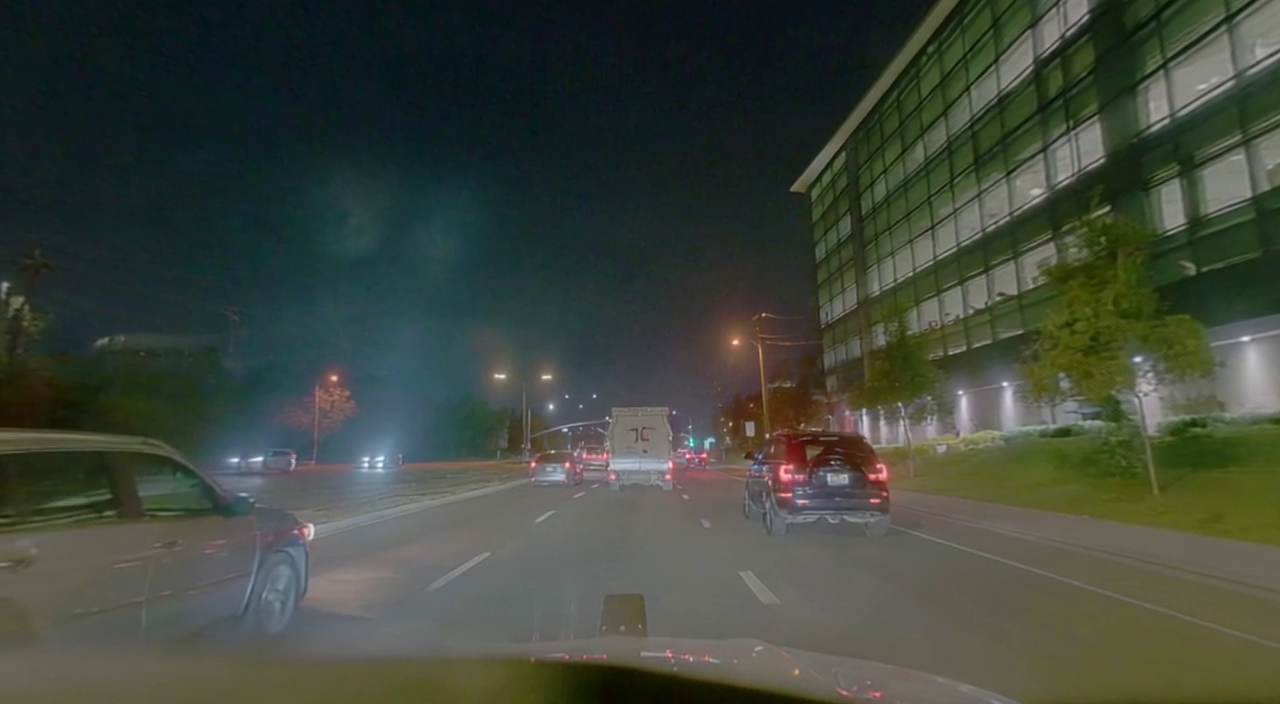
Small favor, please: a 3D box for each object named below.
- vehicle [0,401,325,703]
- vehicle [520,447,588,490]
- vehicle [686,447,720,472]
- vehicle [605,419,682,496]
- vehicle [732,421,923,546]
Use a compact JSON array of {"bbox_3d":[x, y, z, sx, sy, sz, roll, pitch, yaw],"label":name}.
[{"bbox_3d":[-3.604,1.129,3.245,1.934,1.643,3.718,0,-8,1],"label":"vehicle"},{"bbox_3d":[-3.360,4.646,25.416,1.984,1.567,4.311,0,-8,2],"label":"vehicle"},{"bbox_3d":[4.450,7.582,44.605,2.092,1.696,4.218,0,-8,2],"label":"vehicle"},{"bbox_3d":[0.258,3.816,23.037,2.457,2.440,5.486,0,-8,3],"label":"vehicle"},{"bbox_3d":[3.246,2.384,12.058,2.283,1.923,4.427,0,-8,0],"label":"vehicle"}]
